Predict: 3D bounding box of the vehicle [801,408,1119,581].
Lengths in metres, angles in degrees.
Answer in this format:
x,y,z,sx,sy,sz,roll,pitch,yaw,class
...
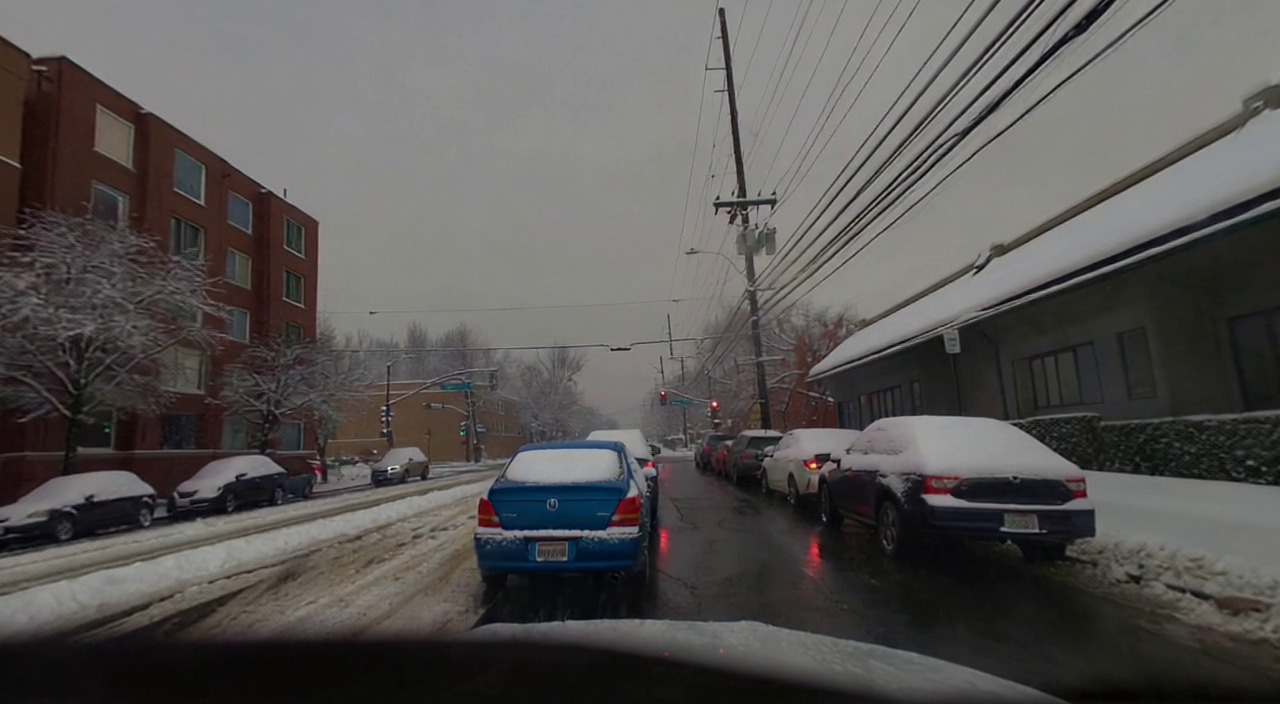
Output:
x,y,z,sx,sy,sz,roll,pitch,yaw,class
3.791,1.759,8.623,1.967,1.721,4.410,0,-8,-1,vehicle

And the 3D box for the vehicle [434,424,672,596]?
x,y,z,sx,sy,sz,roll,pitch,yaw,class
-0.715,1.690,7.733,2.019,1.453,4.603,0,-8,1,vehicle

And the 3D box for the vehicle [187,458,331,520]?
x,y,z,sx,sy,sz,roll,pitch,yaw,class
-11.854,4.240,20.044,1.868,1.491,4.367,-5,-8,0,vehicle

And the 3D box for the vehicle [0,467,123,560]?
x,y,z,sx,sy,sz,roll,pitch,yaw,class
-11.899,2.903,11.024,1.850,1.487,4.711,-3,-8,-1,vehicle

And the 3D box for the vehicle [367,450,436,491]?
x,y,z,sx,sy,sz,roll,pitch,yaw,class
-11.946,5.940,31.935,2.011,1.687,4.079,-5,-8,-3,vehicle
